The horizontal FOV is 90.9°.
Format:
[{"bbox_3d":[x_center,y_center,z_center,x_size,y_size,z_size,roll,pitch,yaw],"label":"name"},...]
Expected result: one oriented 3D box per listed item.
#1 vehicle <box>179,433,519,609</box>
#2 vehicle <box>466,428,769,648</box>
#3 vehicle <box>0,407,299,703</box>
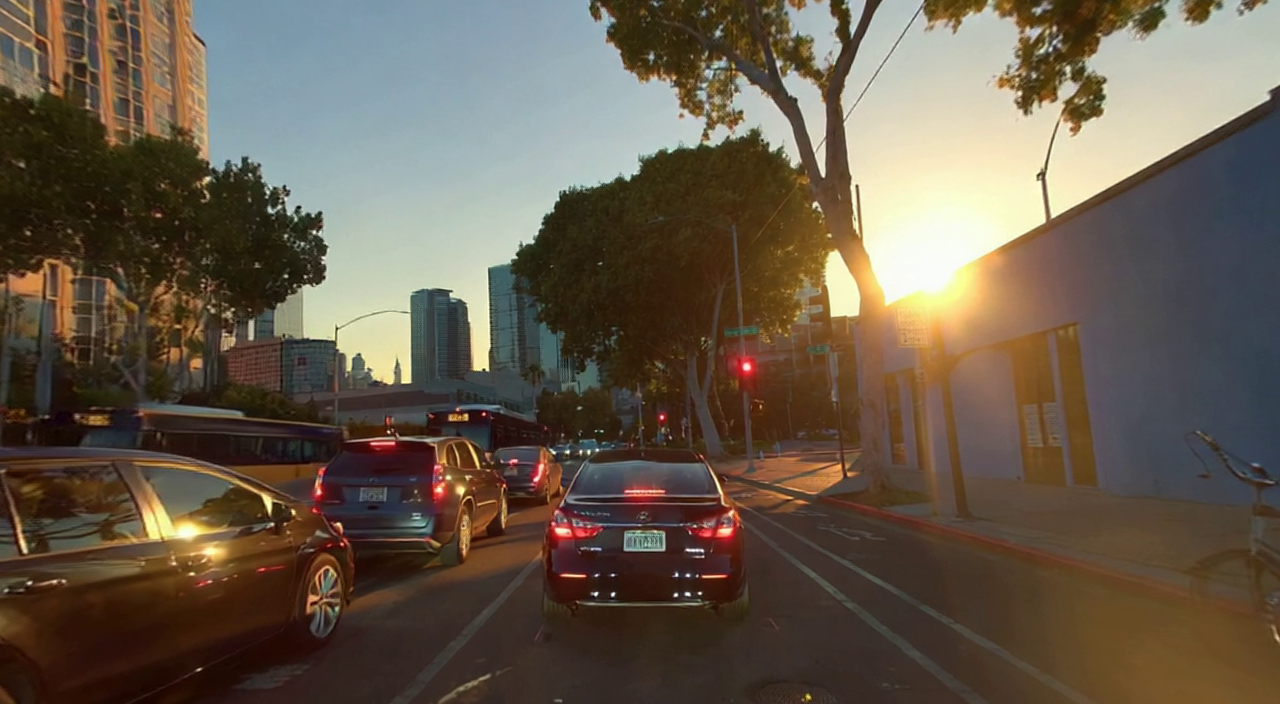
[{"bbox_3d":[-2.908,1.763,7.624,1.944,1.481,4.385,0,-8,1],"label":"vehicle"},{"bbox_3d":[-0.134,1.531,6.185,2.031,1.461,3.763,0,-8,1],"label":"vehicle"},{"bbox_3d":[-3.169,0.872,1.713,1.867,1.486,4.452,0,-8,2],"label":"vehicle"}]
